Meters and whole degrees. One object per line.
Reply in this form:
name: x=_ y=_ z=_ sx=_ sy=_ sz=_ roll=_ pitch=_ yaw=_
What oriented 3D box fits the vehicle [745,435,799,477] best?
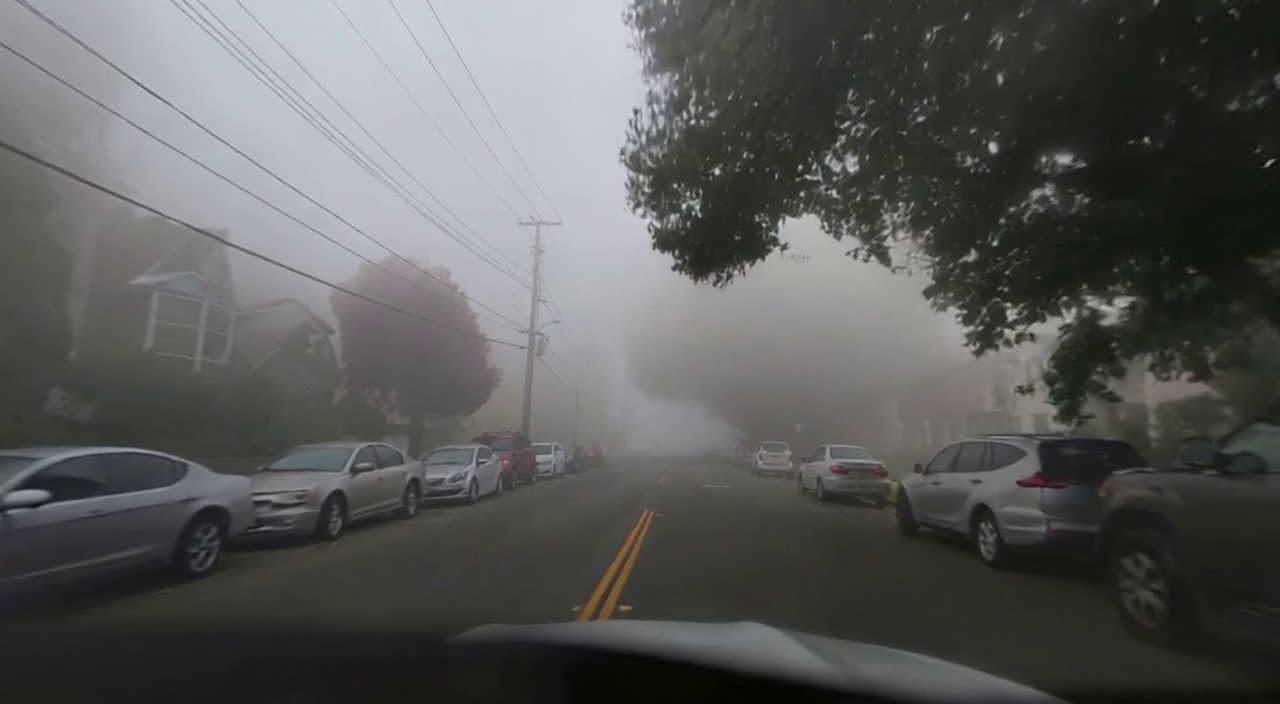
vehicle: x=6.005 y=4.772 z=29.214 sx=1.936 sy=1.756 sz=4.127 roll=-1 pitch=-8 yaw=5

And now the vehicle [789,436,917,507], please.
vehicle: x=5.388 y=3.054 z=16.751 sx=1.910 sy=1.567 sz=4.856 roll=0 pitch=-8 yaw=3

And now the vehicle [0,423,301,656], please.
vehicle: x=-5.092 y=1.337 z=5.092 sx=1.950 sy=1.494 sz=4.816 roll=0 pitch=-7 yaw=2

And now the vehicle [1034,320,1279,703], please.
vehicle: x=4.620 y=0.776 z=2.674 sx=2.407 sy=2.088 sz=5.951 roll=-1 pitch=-8 yaw=4
